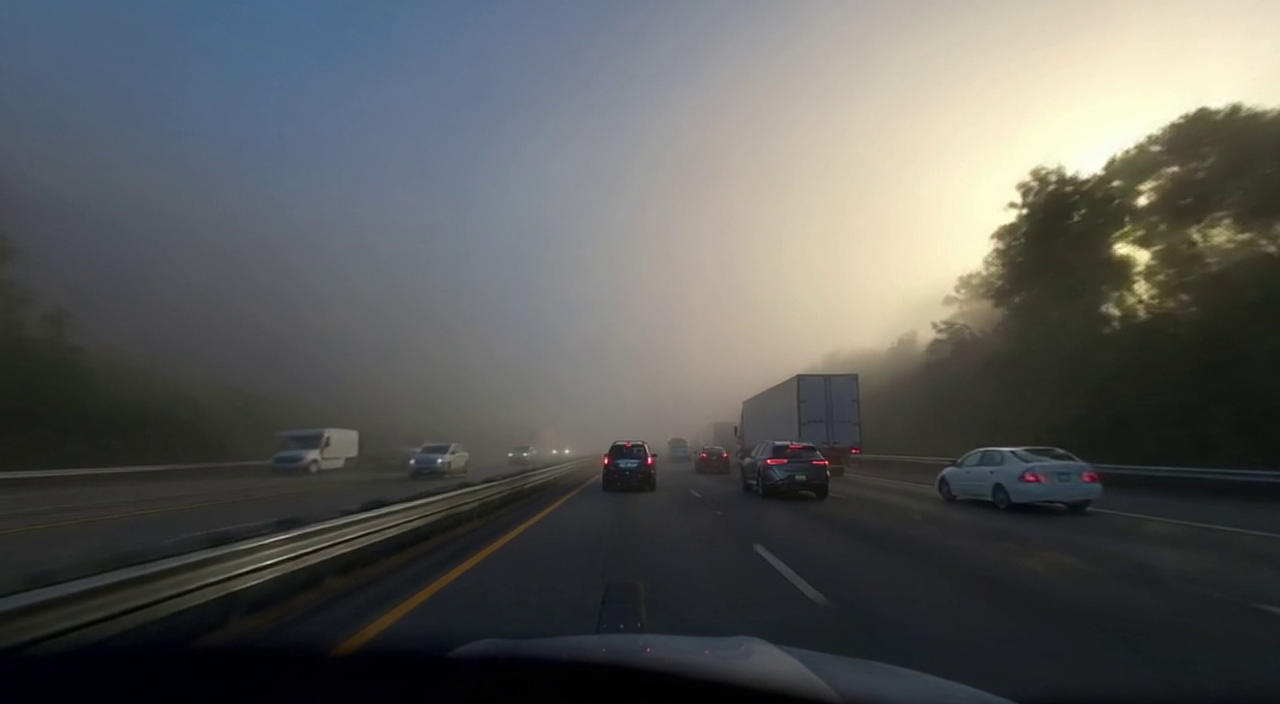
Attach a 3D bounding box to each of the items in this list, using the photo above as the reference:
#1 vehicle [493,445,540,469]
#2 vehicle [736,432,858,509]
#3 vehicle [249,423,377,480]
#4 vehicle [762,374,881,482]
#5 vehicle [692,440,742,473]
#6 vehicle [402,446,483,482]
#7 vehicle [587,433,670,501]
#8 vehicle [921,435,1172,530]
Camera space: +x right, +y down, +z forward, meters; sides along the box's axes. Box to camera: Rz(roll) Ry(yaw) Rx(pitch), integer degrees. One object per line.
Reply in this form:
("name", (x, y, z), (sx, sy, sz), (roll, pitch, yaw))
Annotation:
("vehicle", (-7.974, 6.829, 41.193), (2.106, 1.494, 4.170), (0, -9, 1))
("vehicle", (3.621, 2.817, 15.348), (1.920, 1.594, 3.867), (0, -9, -1))
("vehicle", (-16.131, 5.022, 31.857), (2.537, 2.511, 7.298), (0, -9, 0))
("vehicle", (7.673, 3.501, 28.164), (2.823, 4.063, 8.485), (0, -9, 1))
("vehicle", (4.049, 5.591, 33.825), (2.150, 1.632, 4.260), (0, -9, 0))
("vehicle", (-8.795, 5.034, 28.538), (2.053, 1.476, 4.544), (-1, -9, 2))
("vehicle", (-0.251, 3.086, 17.231), (2.023, 1.618, 3.628), (0, -9, 1))
("vehicle", (7.336, 2.385, 12.051), (1.951, 1.467, 4.173), (0, -9, -1))
